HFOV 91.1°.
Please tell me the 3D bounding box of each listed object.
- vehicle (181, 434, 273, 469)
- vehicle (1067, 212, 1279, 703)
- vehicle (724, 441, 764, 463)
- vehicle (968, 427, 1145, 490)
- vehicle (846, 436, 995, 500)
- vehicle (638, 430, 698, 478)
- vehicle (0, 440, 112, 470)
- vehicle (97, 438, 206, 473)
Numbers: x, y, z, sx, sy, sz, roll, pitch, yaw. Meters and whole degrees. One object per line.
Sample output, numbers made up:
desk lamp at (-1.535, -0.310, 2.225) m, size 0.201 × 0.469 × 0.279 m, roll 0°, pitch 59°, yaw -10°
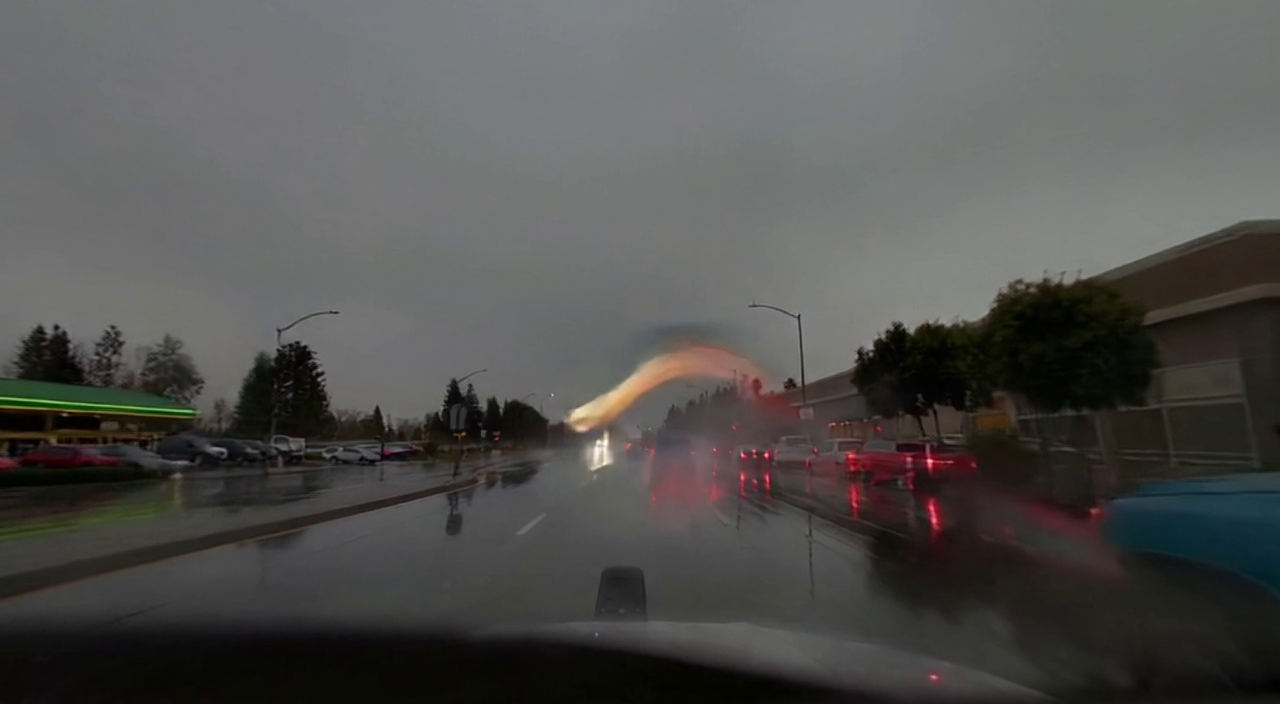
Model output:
vehicle at (-25.733, 6.216, 39.392) m, size 2.086 × 1.967 × 5.297 m, roll 0°, pitch -9°, yaw 1°
vehicle at (2.997, 0.346, 0.285) m, size 2.246 × 1.963 × 4.777 m, roll 0°, pitch -8°, yaw 1°
vehicle at (7.418, 7.152, 45.134) m, size 2.055 × 1.508 × 4.782 m, roll 0°, pitch -8°, yaw 0°
vehicle at (12.680, 3.276, 19.615) m, size 2.019 × 1.711 × 4.862 m, roll 1°, pitch -9°, yaw -3°
vehicle at (7.334, 3.063, 17.053) m, size 1.818 × 1.459 × 4.806 m, roll 0°, pitch -9°, yaw 0°
vehicle at (1.141, 4.352, 26.987) m, size 2.317 × 1.857 × 5.150 m, roll 0°, pitch -8°, yaw 1°
vehicle at (-31.600, 5.545, 34.073) m, size 1.920 × 1.446 × 4.448 m, roll -2°, pitch -8°, yaw 2°
vehicle at (-26.246, 5.576, 33.957) m, size 1.922 × 1.755 × 4.511 m, roll -1°, pitch -9°, yaw 6°
